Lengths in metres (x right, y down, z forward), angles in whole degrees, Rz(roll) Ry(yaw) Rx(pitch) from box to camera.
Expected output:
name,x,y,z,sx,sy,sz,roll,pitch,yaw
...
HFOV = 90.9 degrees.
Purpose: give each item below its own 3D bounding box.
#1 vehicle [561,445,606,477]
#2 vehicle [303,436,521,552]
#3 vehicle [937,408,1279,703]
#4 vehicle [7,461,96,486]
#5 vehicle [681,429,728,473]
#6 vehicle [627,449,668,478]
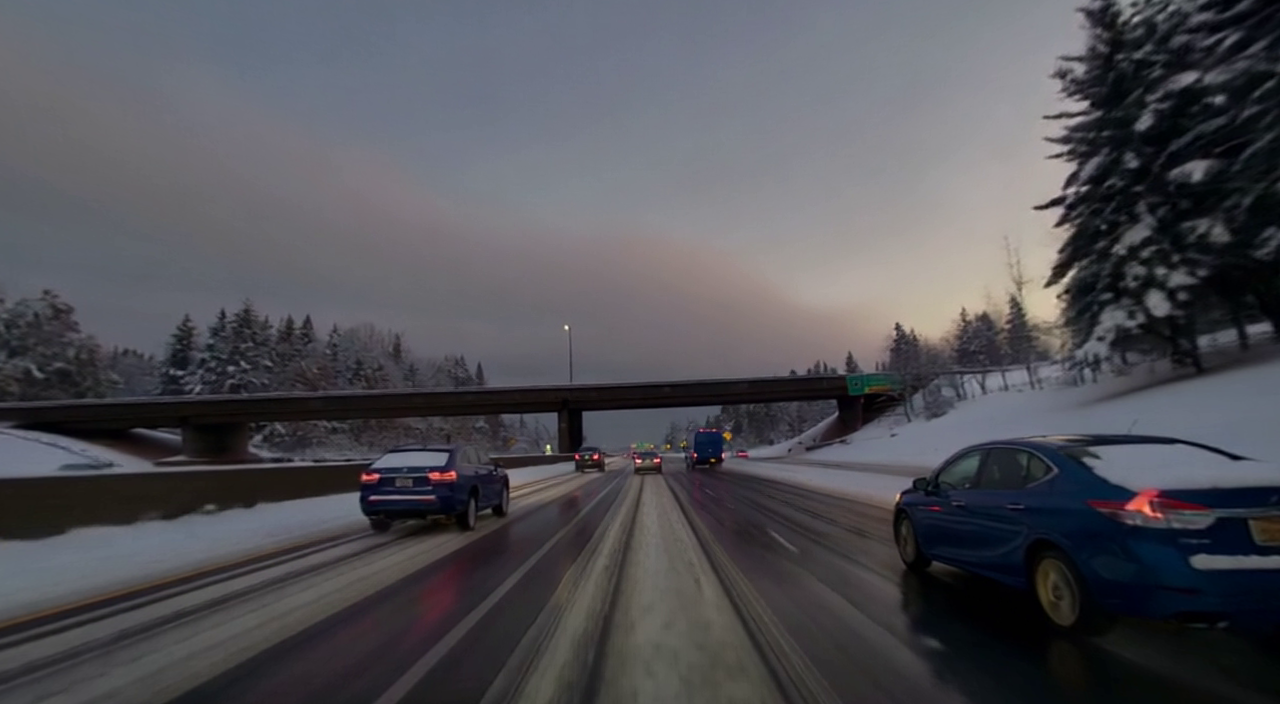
name,x,y,z,sx,sy,sz,roll,pitch,yaw
vehicle,-3.249,6.374,37.146,2.078,1.706,4.298,-1,-8,2
vehicle,-3.521,2.254,10.709,2.137,1.562,3.926,-1,-8,2
vehicle,4.179,1.237,4.311,2.085,1.558,4.466,0,-8,0
vehicle,-40.699,8.417,43.802,1.705,1.481,4.599,0,-8,1
vehicle,4.243,6.666,42.659,2.436,2.745,6.607,0,-8,0
vehicle,0.399,6.152,35.021,2.174,1.467,4.005,0,-8,0
